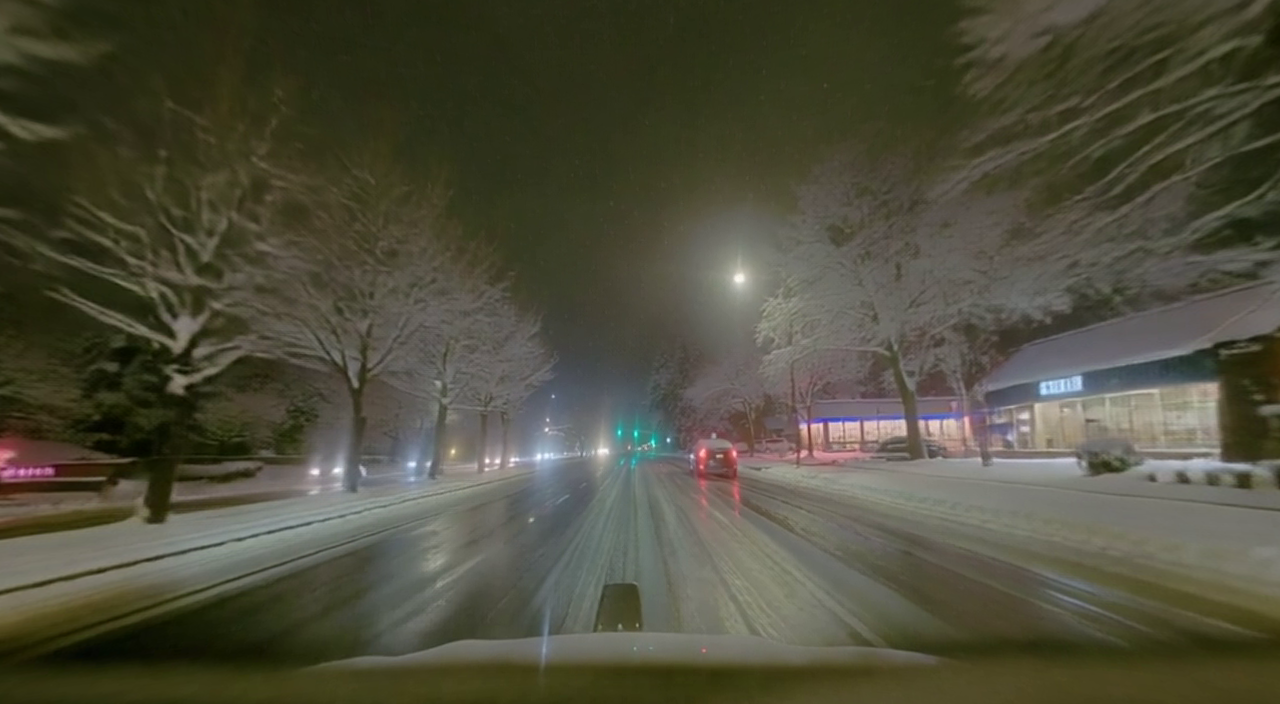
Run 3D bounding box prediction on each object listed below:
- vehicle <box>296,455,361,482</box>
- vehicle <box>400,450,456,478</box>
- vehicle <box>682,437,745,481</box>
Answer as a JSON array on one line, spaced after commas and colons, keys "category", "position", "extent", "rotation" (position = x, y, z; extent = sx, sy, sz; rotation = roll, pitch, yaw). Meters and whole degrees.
[{"category": "vehicle", "position": [-19.848, 7.414, 40.330], "extent": [1.881, 1.497, 4.488], "rotation": [0, -8, 0]}, {"category": "vehicle", "position": [-12.807, 6.773, 38.284], "extent": [1.921, 1.520, 4.231], "rotation": [0, -8, 0]}, {"category": "vehicle", "position": [3.073, 4.563, 27.158], "extent": [2.083, 1.743, 4.354], "rotation": [0, -8, -1]}]
